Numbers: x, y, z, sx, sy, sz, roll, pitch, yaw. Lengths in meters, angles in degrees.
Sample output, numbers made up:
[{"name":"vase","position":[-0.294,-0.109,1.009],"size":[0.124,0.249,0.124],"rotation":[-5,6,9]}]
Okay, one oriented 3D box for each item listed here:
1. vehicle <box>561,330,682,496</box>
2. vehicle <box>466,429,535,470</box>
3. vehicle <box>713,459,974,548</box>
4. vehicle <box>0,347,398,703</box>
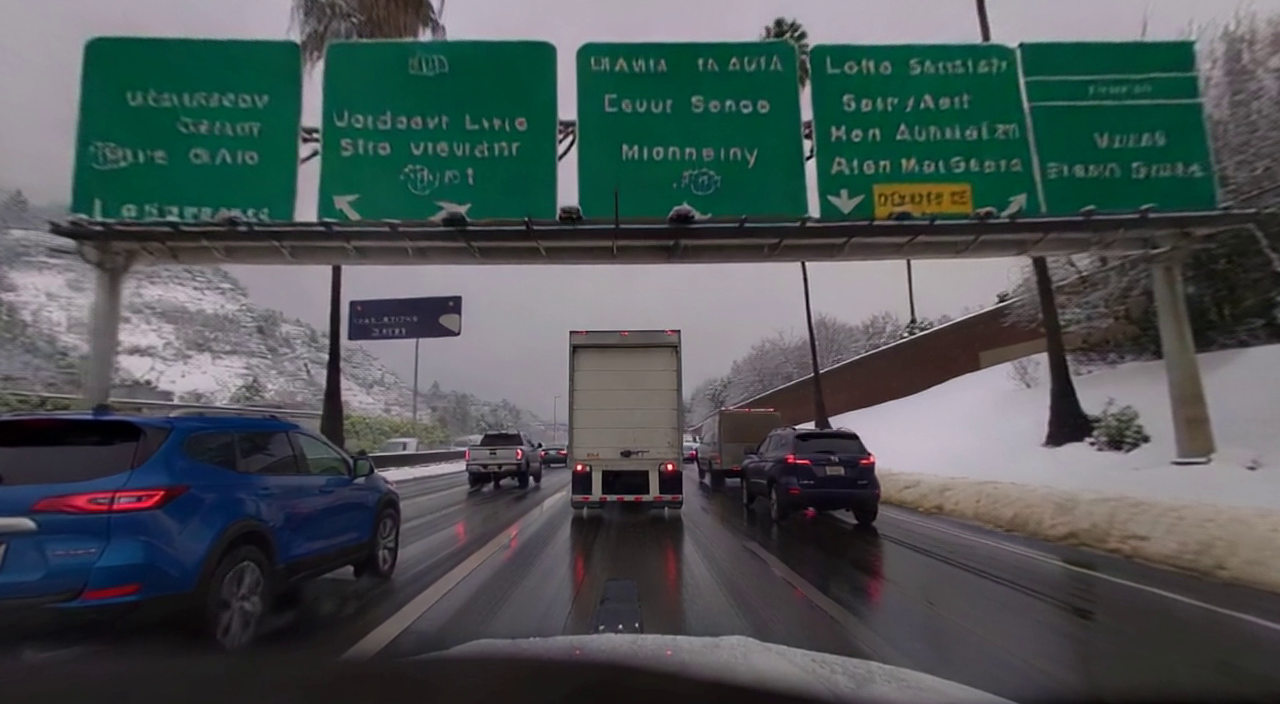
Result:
[{"name":"vehicle","position":[-0.423,2.274,20.810],"size":[2.906,4.040,10.743],"rotation":[0,-9,0]},{"name":"vehicle","position":[-7.210,5.132,33.349],"size":[2.344,1.954,5.579],"rotation":[0,-9,0]},{"name":"vehicle","position":[2.977,2.441,11.041],"size":[2.635,1.036,5.568],"rotation":[0,-9,-1]},{"name":"vehicle","position":[-3.214,1.060,3.789],"size":[1.885,1.654,4.103],"rotation":[0,-9,0]}]
